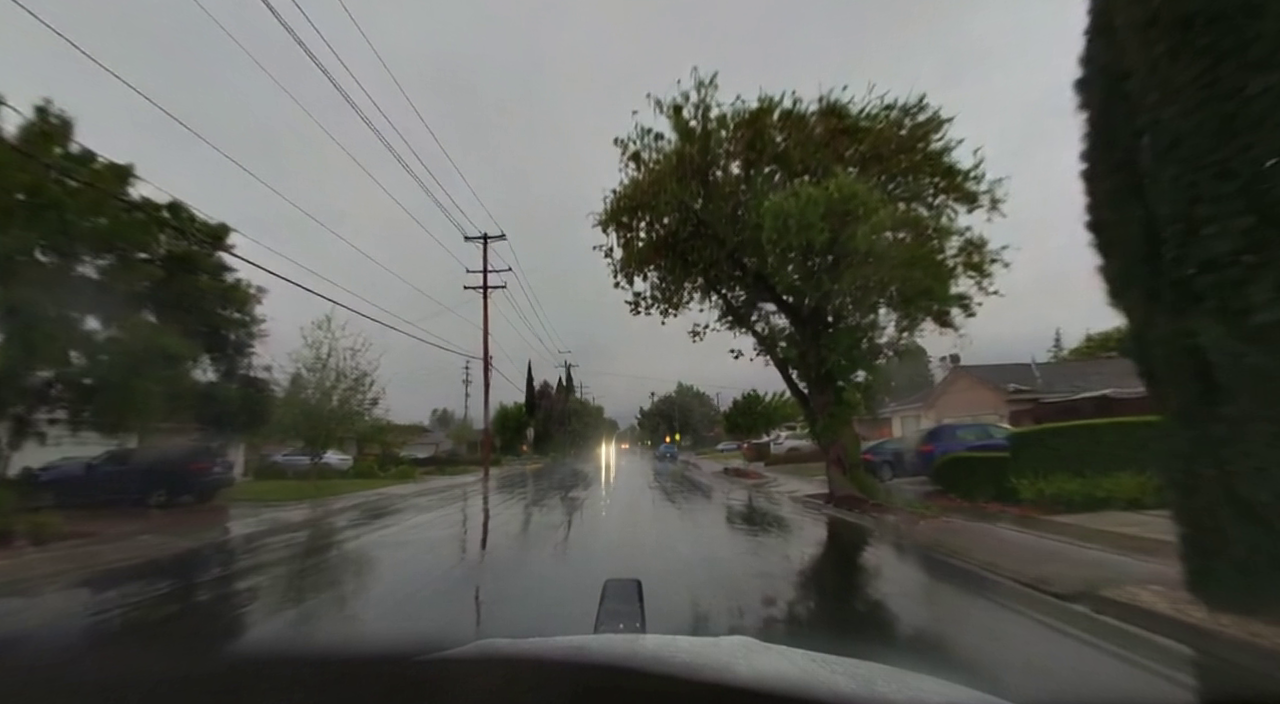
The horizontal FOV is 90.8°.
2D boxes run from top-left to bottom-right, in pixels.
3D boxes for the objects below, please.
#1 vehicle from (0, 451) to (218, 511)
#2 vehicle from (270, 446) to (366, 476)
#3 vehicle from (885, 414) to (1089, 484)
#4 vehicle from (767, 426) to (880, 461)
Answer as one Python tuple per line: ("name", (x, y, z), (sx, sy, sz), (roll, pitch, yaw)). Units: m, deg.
("vehicle", (-13.396, 3.241, 16.120), (3.877, 1.411, 1.869), (0, -9, -2))
("vehicle", (-18.047, 6.115, 35.521), (4.304, 1.643, 1.969), (0, -9, 1))
("vehicle", (9.642, 2.723, 17.930), (4.465, 1.727, 2.127), (-2, -8, 2))
("vehicle", (10.953, 5.509, 38.097), (5.968, 1.963, 2.573), (1, -8, -4))
